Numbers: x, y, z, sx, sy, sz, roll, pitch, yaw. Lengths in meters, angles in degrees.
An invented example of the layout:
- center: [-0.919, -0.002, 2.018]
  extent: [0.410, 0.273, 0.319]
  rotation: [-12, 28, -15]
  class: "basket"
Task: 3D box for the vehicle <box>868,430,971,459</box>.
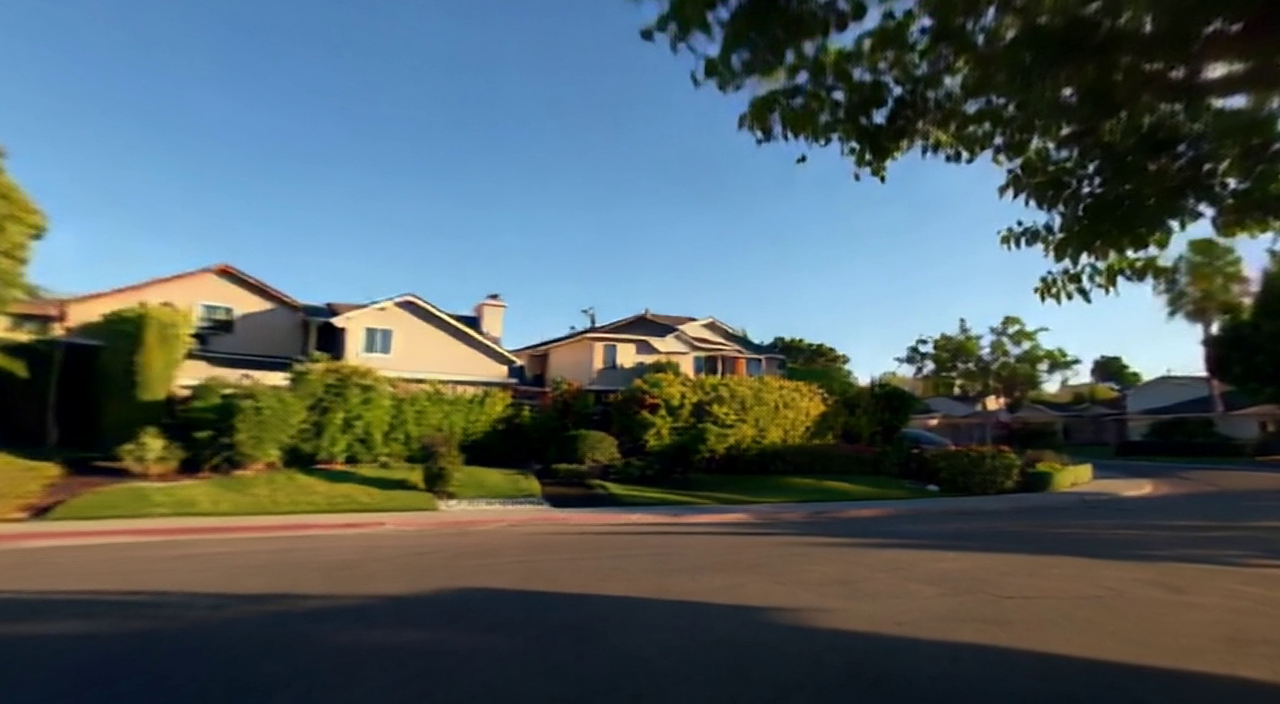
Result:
- center: [15.363, 5.117, 34.716]
  extent: [5.089, 1.517, 1.791]
  rotation: [2, -9, -15]
  class: "vehicle"
